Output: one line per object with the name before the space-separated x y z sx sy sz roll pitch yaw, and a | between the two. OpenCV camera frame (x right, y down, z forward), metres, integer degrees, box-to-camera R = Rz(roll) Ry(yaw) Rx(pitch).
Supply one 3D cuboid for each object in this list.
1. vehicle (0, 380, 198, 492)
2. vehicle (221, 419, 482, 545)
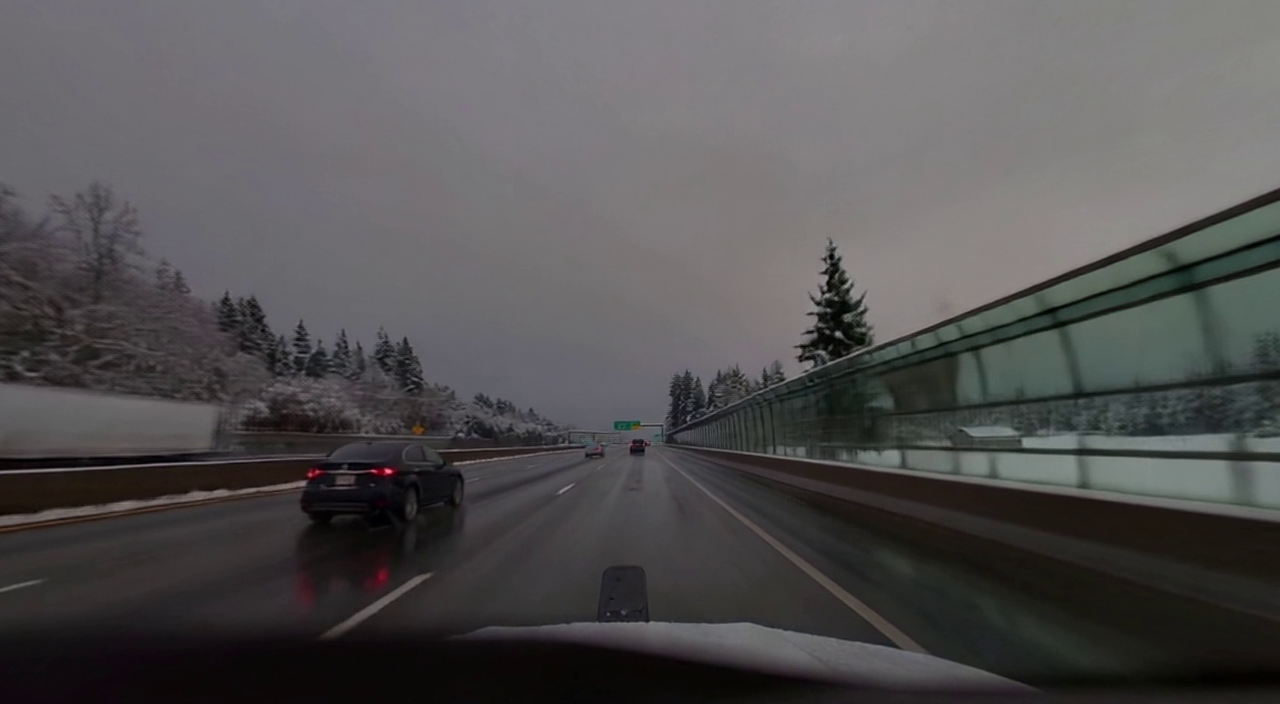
vehicle | -24.669 3.499 25.768 2.898 4.038 13.949 0 -8 0
vehicle | -4.113 1.926 9.959 2.059 1.541 4.296 0 -8 0
